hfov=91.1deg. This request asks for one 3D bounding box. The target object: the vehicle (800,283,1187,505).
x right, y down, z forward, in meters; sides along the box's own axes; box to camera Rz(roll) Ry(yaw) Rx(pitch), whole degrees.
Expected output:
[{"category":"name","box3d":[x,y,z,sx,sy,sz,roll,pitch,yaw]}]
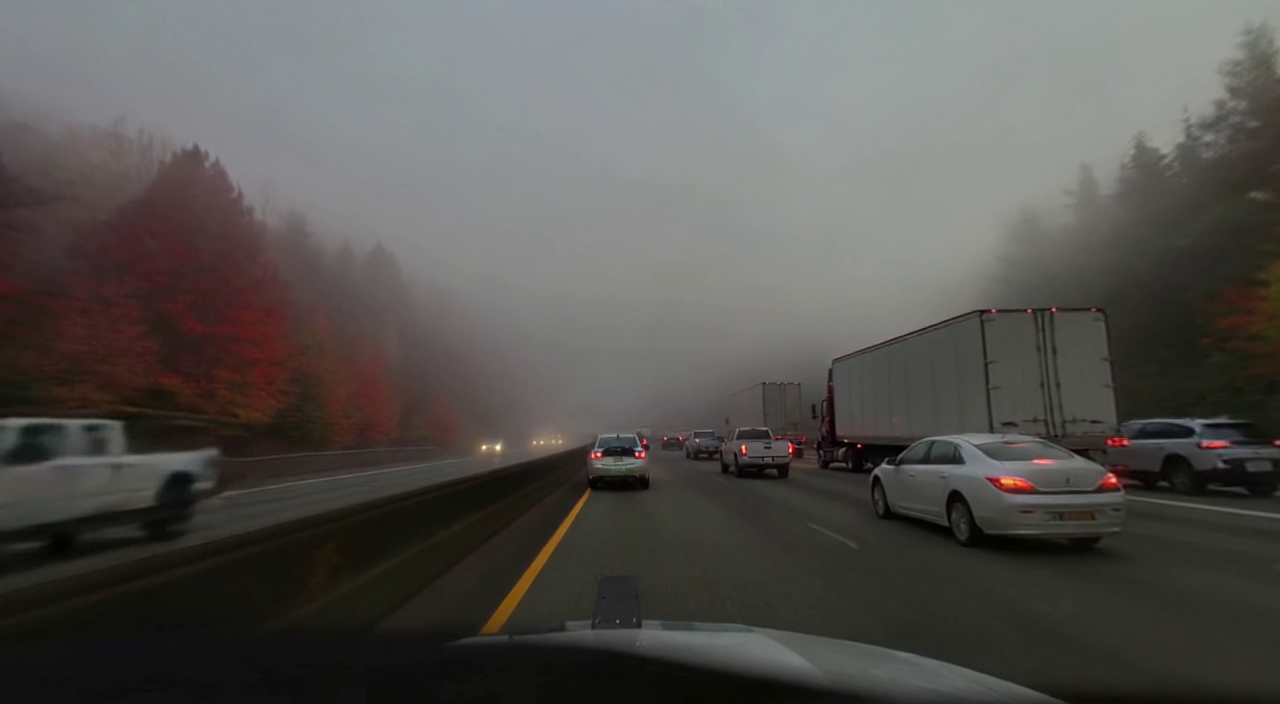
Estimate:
[{"category":"vehicle","box3d":[8.272,1.681,18.641,2.908,4.099,14.103,0,-8,-2]}]

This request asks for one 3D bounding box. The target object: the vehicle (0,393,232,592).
[{"category":"vehicle","box3d":[-7.752,1.608,7.642,2.203,2.043,5.050,0,-8,-1]}]

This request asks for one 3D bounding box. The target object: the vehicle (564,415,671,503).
[{"category":"vehicle","box3d":[-0.465,2.400,14.563,2.087,1.709,4.455,0,-8,-1]}]

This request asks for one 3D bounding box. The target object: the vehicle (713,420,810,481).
[{"category":"vehicle","box3d":[3.665,3.063,19.779,2.147,1.707,3.963,0,-8,-2]}]

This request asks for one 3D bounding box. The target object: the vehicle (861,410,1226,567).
[{"category":"vehicle","box3d":[4.689,1.611,8.251,2.040,1.523,4.068,0,-8,-1]}]
